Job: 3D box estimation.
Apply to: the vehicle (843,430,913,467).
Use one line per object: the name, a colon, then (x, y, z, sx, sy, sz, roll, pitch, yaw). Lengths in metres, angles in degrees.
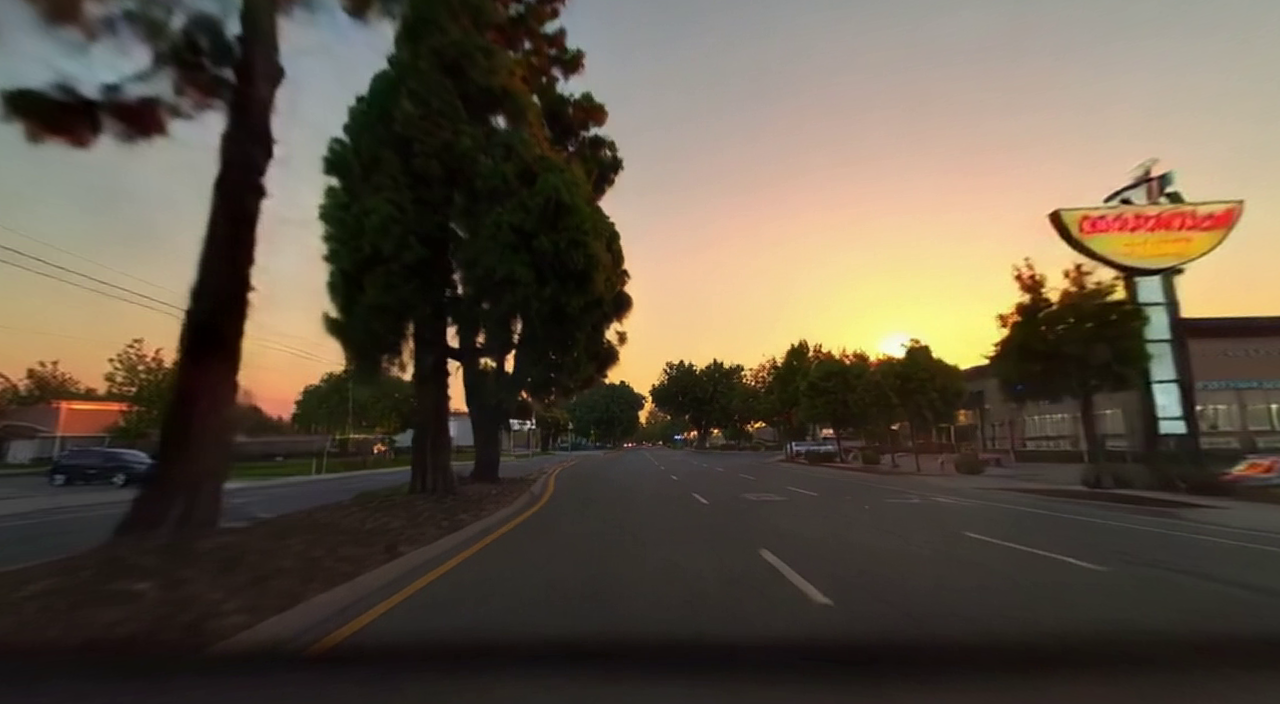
vehicle: (14.823, 6.092, 39.748, 2.235, 2.016, 5.481, -2, -9, 0)

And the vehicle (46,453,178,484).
vehicle: (-26.739, 5.885, 32.135, 4.777, 1.469, 1.937, 1, -9, -5)

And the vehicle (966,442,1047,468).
vehicle: (22.591, 6.379, 39.143, 1.791, 1.458, 4.316, 0, -9, -12)

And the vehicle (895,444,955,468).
vehicle: (17.810, 6.512, 39.677, 1.873, 1.383, 3.754, 0, -9, -3)
